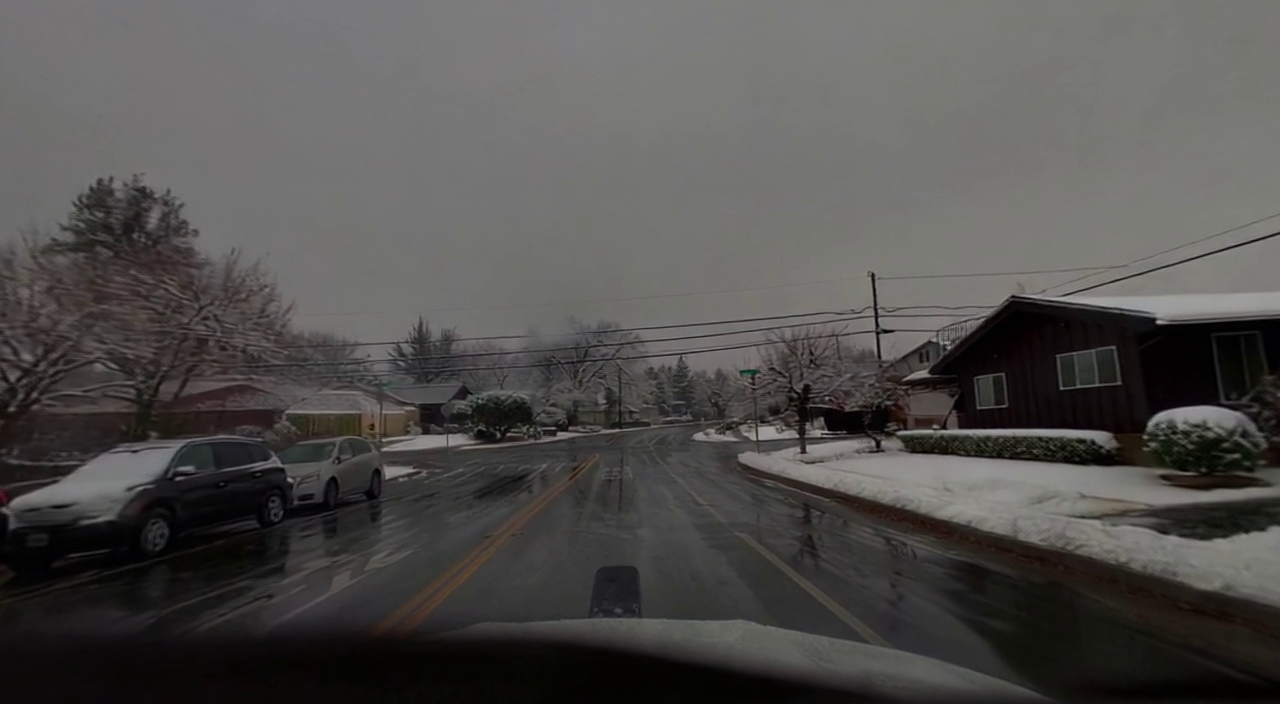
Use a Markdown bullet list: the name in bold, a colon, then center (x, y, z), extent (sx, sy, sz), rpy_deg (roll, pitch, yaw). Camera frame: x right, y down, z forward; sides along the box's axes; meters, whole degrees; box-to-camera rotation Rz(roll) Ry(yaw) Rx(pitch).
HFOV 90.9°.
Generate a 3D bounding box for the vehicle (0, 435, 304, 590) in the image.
- **vehicle**: center (-6.425, 1.889, 8.350), extent (1.777, 1.554, 3.790), rpy_deg (0, -8, 1)
